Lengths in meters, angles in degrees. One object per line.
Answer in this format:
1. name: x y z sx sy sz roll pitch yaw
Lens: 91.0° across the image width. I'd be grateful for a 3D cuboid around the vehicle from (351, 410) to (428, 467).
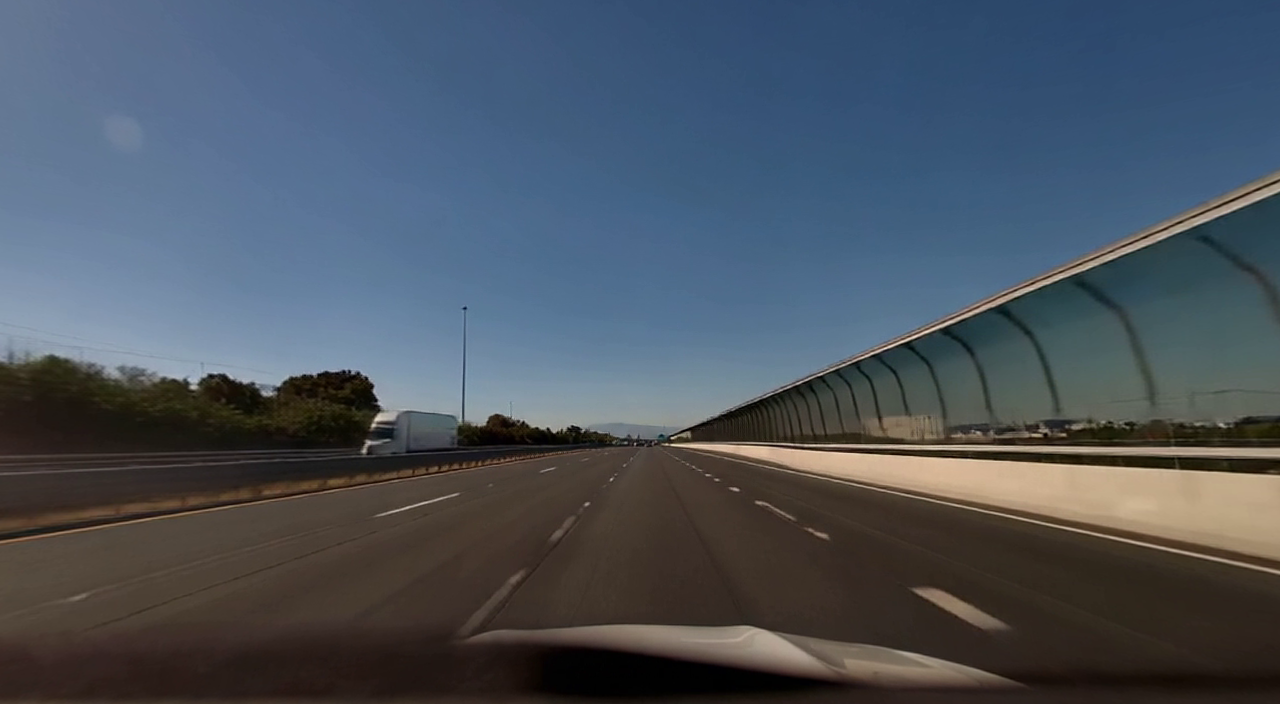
1. vehicle: -18.837 6.580 47.806 3.006 3.996 6.212 0 -8 2
